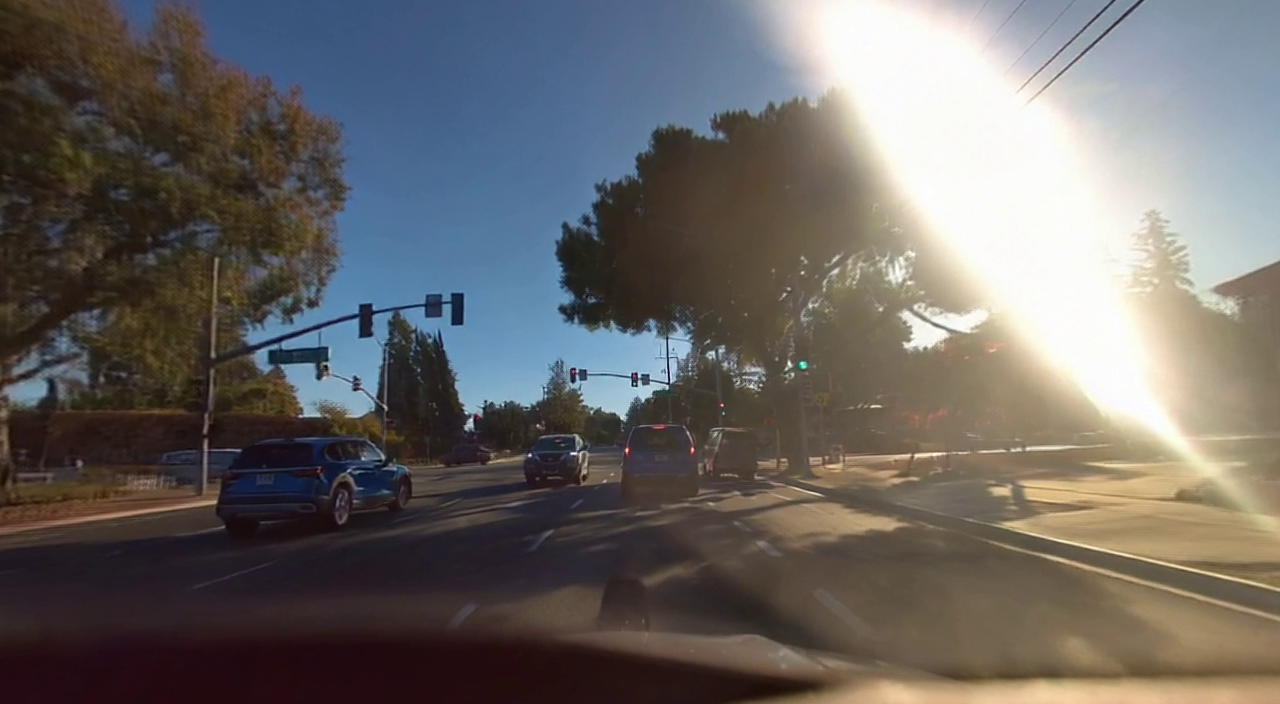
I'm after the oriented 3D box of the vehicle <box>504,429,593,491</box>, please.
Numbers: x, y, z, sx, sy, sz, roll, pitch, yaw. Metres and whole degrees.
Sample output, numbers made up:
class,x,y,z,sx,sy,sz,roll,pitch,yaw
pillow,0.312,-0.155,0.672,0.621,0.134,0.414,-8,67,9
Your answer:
class,x,y,z,sx,sy,sz,roll,pitch,yaw
vehicle,-2.691,3.311,19.603,2.058,1.659,4.514,0,-9,0

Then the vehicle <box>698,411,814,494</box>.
class,x,y,z,sx,sy,sz,roll,pitch,yaw
vehicle,3.184,2.951,18.740,2.338,2.063,5.672,0,-9,0

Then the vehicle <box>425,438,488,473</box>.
class,x,y,z,sx,sy,sz,roll,pitch,yaw
vehicle,-9.985,5.564,34.072,2.108,1.689,4.316,2,-9,-33

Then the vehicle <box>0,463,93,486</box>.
class,x,y,z,sx,sy,sz,roll,pitch,yaw
vehicle,-40.374,8.284,42.682,4.689,1.461,1.882,0,-9,-2

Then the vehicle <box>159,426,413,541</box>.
class,x,y,z,sx,sy,sz,roll,pitch,yaw
vehicle,-6.036,2.279,11.586,2.052,1.664,4.476,0,-9,0

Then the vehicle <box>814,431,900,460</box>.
class,x,y,z,sx,sy,sz,roll,pitch,yaw
vehicle,14.404,6.225,42.036,4.983,1.560,1.841,-4,-8,0

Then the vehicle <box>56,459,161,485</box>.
class,x,y,z,sx,sy,sz,roll,pitch,yaw
vehicle,-32.022,7.219,38.086,4.554,1.449,1.949,0,-9,0

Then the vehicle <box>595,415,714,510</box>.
class,x,y,z,sx,sy,sz,roll,pitch,yaw
vehicle,0.259,2.416,14.080,2.235,1.778,4.178,0,-9,0
